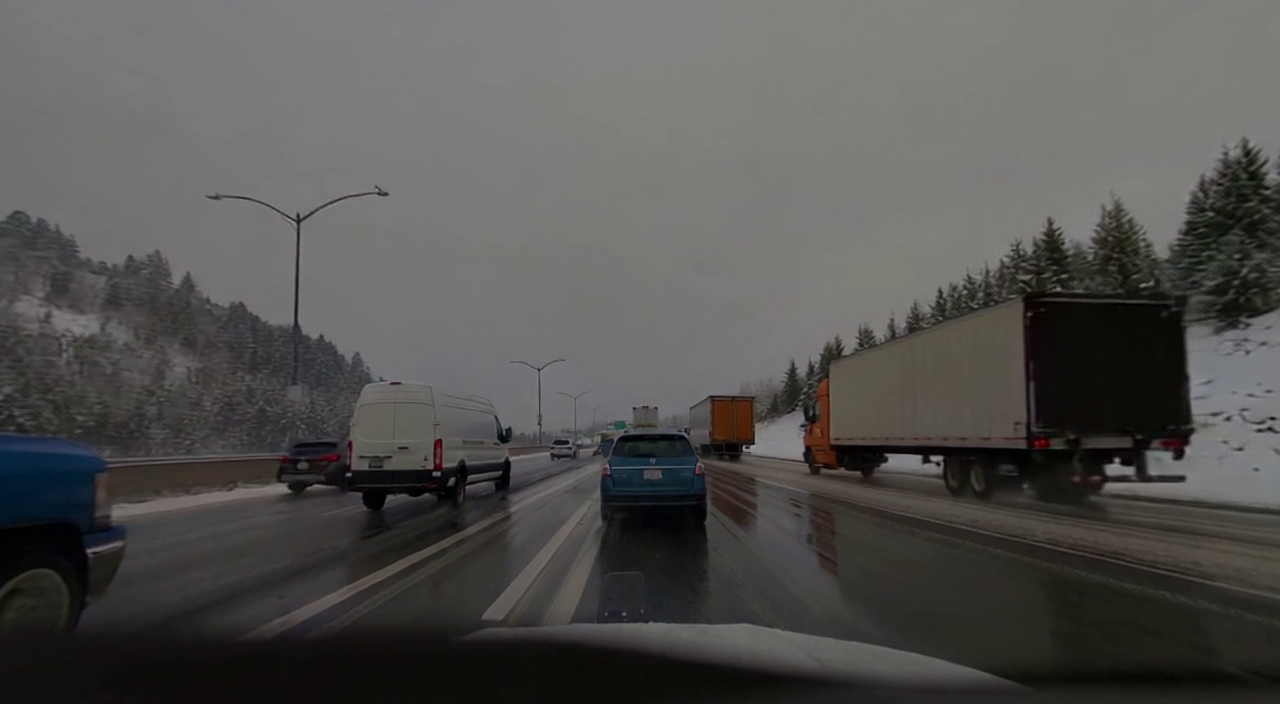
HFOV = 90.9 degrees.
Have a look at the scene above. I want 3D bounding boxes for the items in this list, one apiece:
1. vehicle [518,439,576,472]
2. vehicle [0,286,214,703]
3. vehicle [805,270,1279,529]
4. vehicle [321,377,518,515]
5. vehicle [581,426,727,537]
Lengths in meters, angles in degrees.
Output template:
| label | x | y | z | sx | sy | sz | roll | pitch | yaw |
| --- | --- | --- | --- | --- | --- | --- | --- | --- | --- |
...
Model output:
| label | x | y | z | sx | sy | sz | roll | pitch | yaw |
| --- | --- | --- | --- | --- | --- | --- | --- | --- | --- |
| vehicle | -4.321 | 4.892 | 30.020 | 2.007 | 1.457 | 4.447 | -1 | -8 | 1 |
| vehicle | -4.281 | 0.544 | 1.870 | 2.195 | 2.086 | 5.445 | 0 | -8 | 0 |
| vehicle | 7.547 | 1.483 | 15.071 | 2.977 | 3.878 | 11.111 | 1 | -8 | -7 |
| vehicle | -4.595 | 2.136 | 14.467 | 2.300 | 2.522 | 5.701 | -1 | -8 | 1 |
| vehicle | 0.153 | 2.071 | 10.679 | 2.003 | 1.499 | 3.930 | 0 | -8 | -1 |
